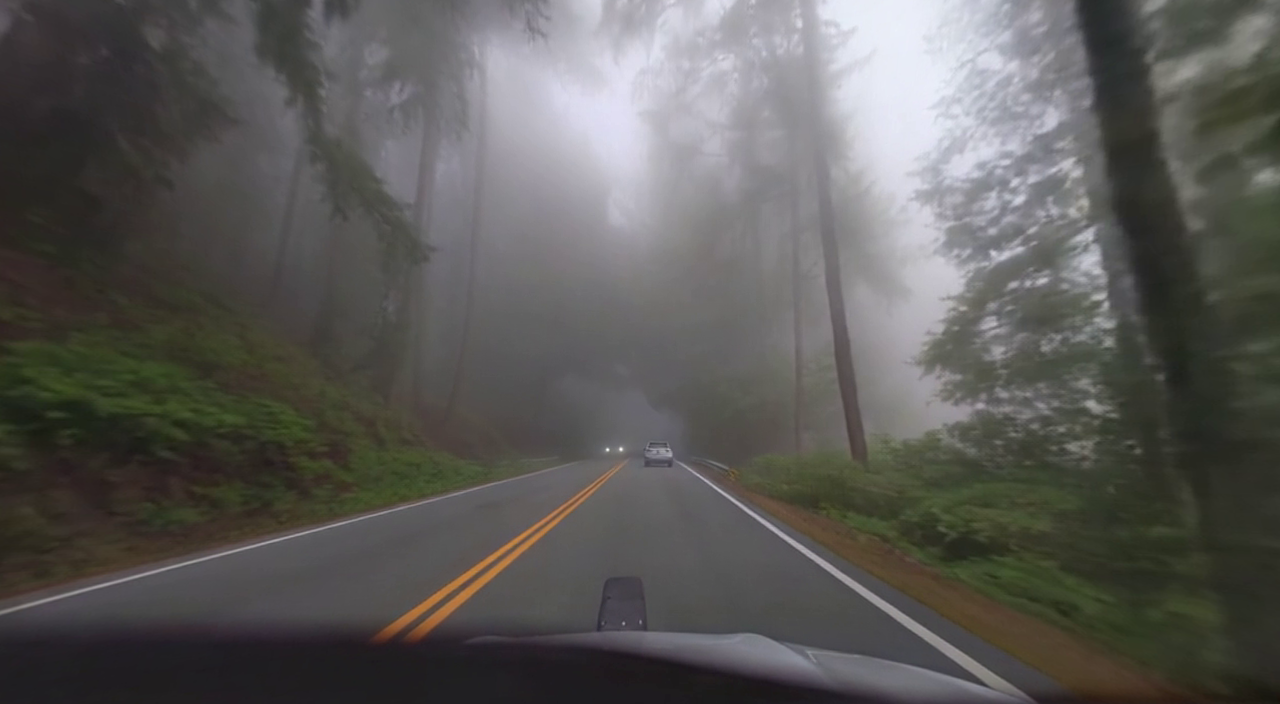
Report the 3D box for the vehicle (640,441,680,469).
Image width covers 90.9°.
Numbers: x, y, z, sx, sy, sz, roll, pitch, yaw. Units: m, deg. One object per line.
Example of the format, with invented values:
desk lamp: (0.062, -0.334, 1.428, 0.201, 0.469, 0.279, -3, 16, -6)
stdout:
vehicle: (1.088, 5.881, 36.159, 2.120, 1.491, 4.349, 0, -8, 0)
